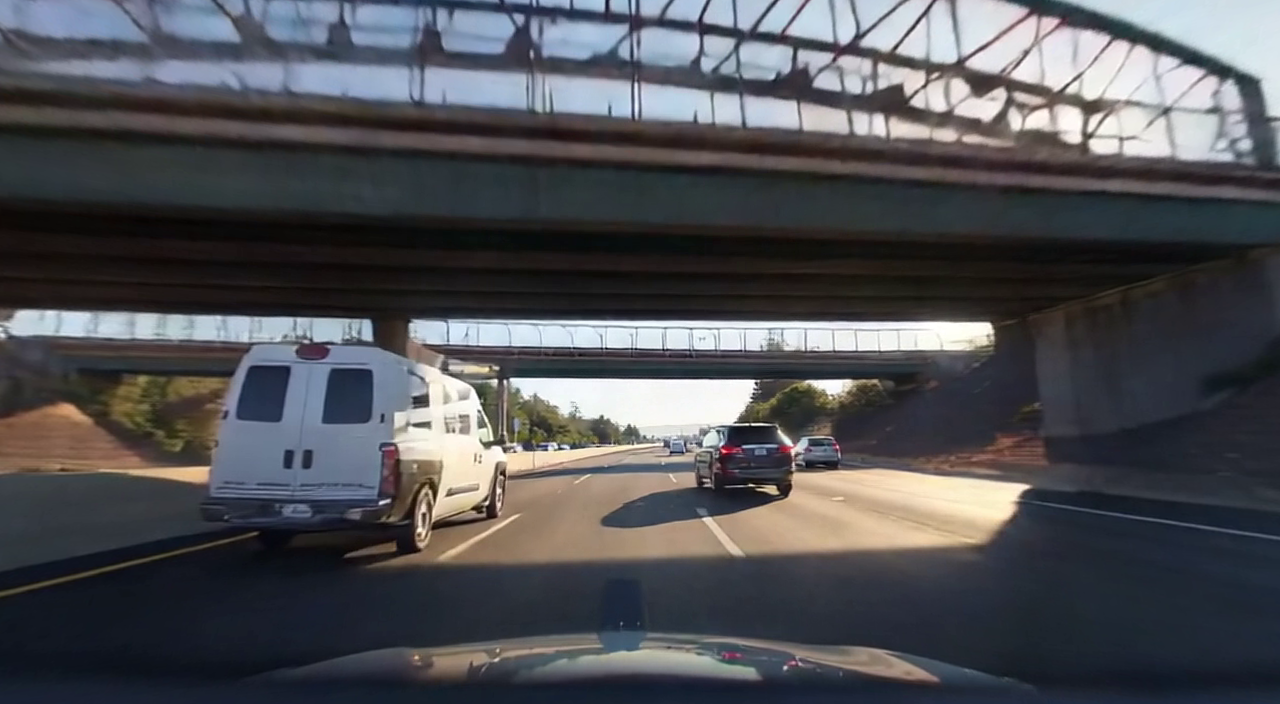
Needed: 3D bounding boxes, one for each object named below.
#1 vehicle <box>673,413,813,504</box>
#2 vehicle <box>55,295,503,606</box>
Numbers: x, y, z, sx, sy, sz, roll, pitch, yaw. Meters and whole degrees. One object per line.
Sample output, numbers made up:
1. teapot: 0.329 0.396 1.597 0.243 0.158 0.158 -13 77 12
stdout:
1. vehicle: 2.492 2.864 17.365 2.693 2.044 5.882 0 -9 -2
2. vehicle: -3.729 1.271 8.517 2.369 2.682 6.088 0 -9 0
